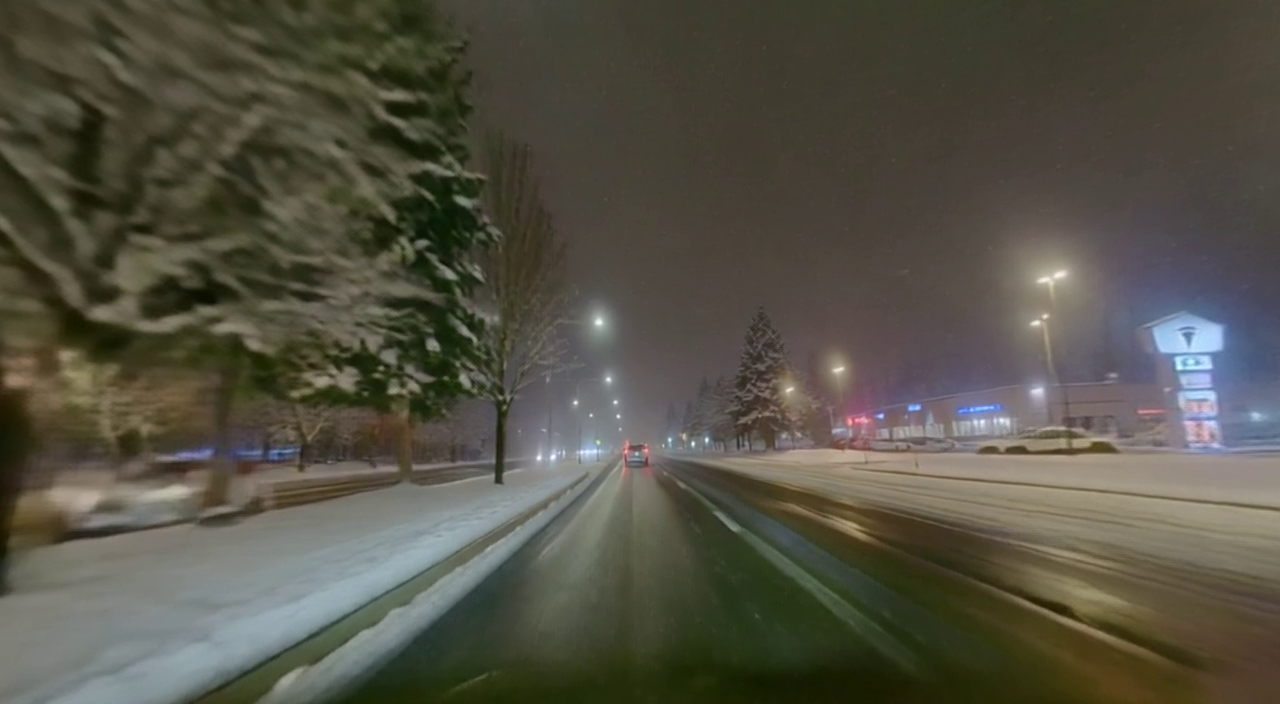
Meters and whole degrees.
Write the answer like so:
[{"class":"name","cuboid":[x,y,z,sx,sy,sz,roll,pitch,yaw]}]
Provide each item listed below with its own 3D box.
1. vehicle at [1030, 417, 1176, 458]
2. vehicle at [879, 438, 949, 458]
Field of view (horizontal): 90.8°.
[{"class":"vehicle","cuboid":[20.180,3.773,27.756,4.586,1.668,2.113,-1,-8,6]},{"class":"vehicle","cuboid":[20.713,7.266,47.832,4.396,1.450,1.956,-1,-8,3]}]
